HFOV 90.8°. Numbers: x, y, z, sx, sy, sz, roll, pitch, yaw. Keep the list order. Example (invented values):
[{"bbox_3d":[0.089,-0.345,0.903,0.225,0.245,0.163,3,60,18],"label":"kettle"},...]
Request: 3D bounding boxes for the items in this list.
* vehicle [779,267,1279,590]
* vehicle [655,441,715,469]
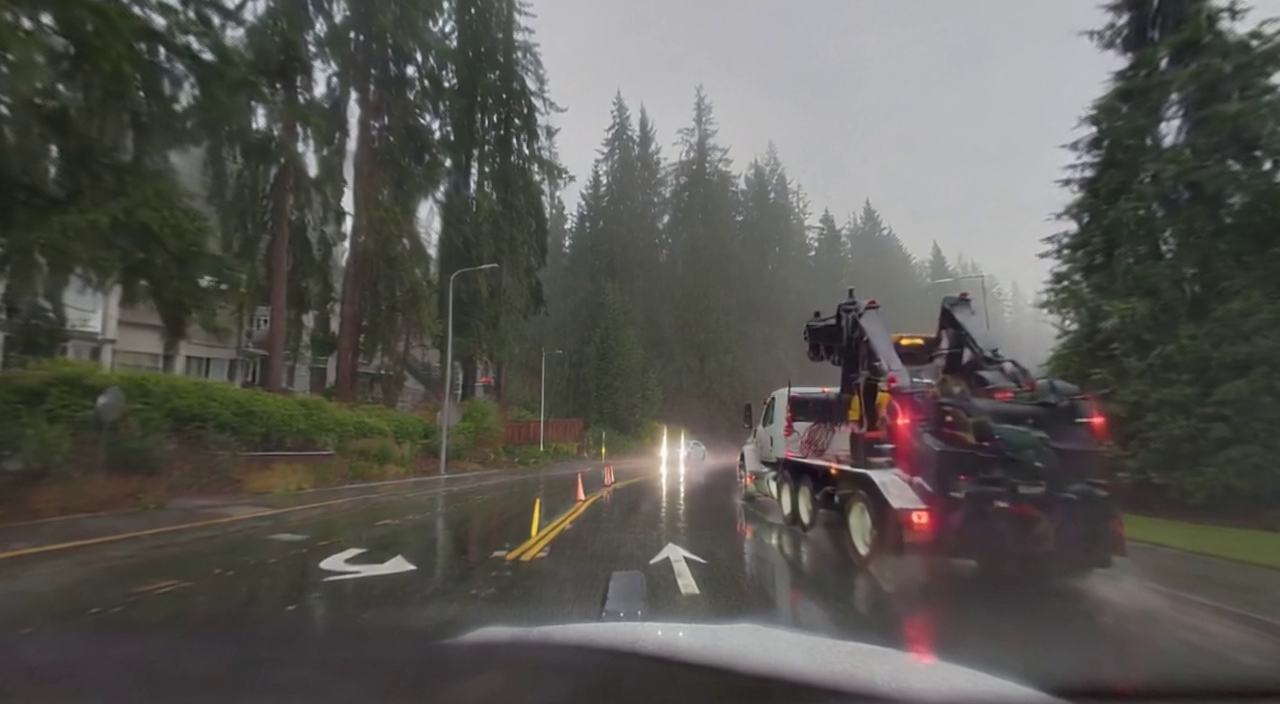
[{"bbox_3d":[3.564,0.911,7.445,2.874,2.542,4.840,0,-9,2],"label":"vehicle"},{"bbox_3d":[2.704,5.993,37.041,1.945,1.494,4.201,-4,-9,27],"label":"vehicle"}]
